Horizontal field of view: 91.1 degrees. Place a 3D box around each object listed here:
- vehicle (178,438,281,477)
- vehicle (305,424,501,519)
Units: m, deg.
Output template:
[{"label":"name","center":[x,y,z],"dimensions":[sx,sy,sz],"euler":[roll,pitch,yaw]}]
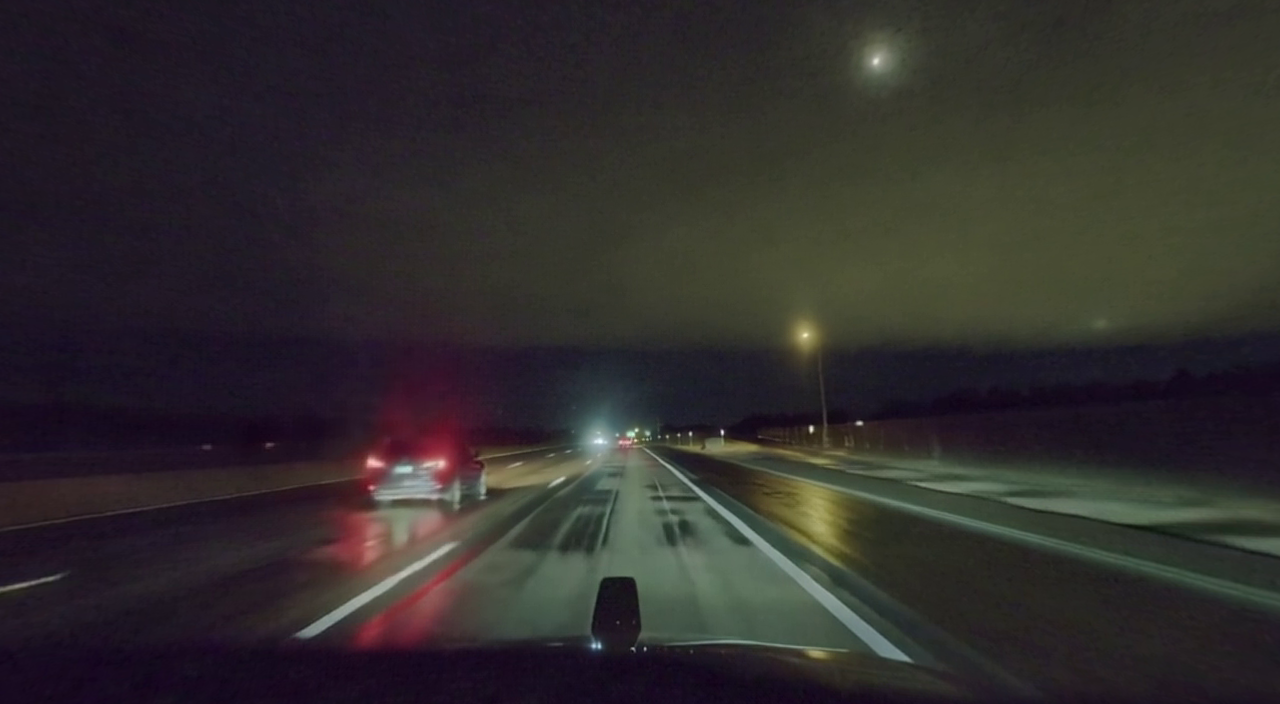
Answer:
[{"label":"vehicle","center":[-16.652,4.249,25.726],"dimensions":[1.710,1.445,3.666],"euler":[0,-8,-1]},{"label":"vehicle","center":[-4.551,2.356,13.112],"dimensions":[2.129,1.588,4.980],"euler":[0,-8,0]}]
